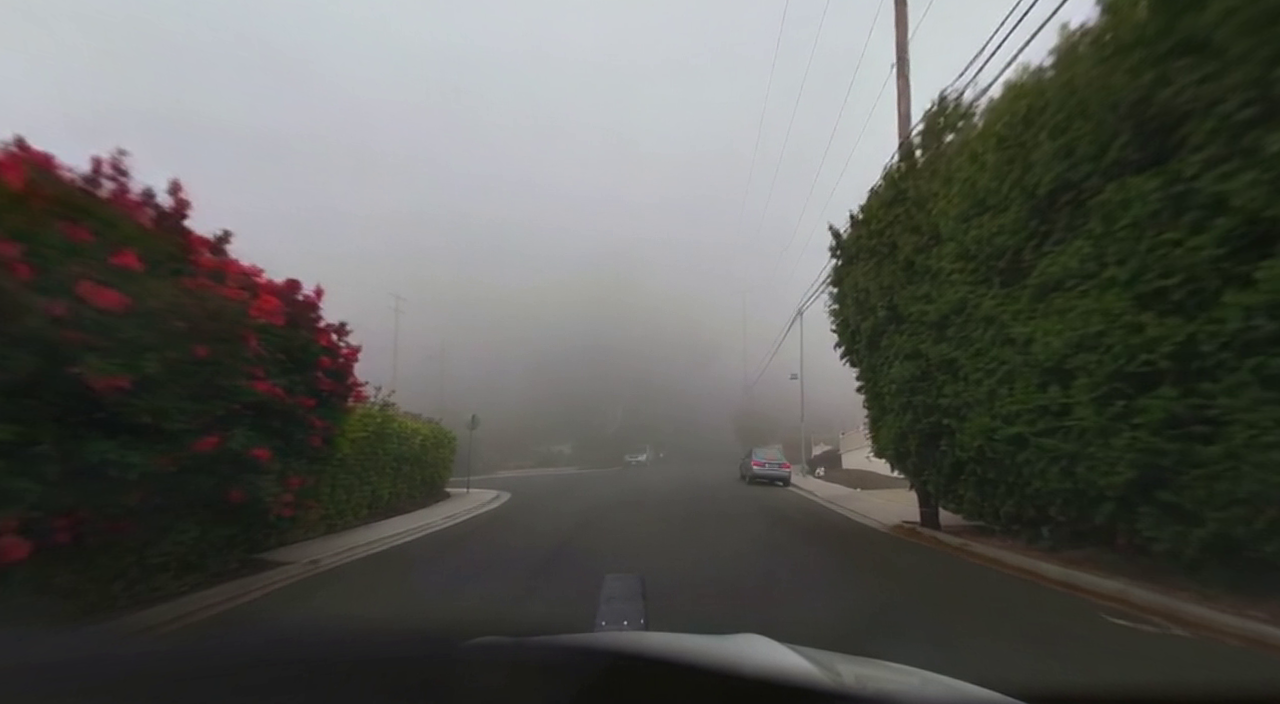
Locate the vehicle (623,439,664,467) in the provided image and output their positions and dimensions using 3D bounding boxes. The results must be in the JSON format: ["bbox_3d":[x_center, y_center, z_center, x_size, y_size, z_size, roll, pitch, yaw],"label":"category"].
[{"bbox_3d":[0.350,7.673,47.860,2.463,1.951,5.794,-2,-9,6],"label":"vehicle"}]

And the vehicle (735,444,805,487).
[{"bbox_3d":[4.991,4.418,24.898,2.151,1.468,5.066,-1,-9,5],"label":"vehicle"}]
